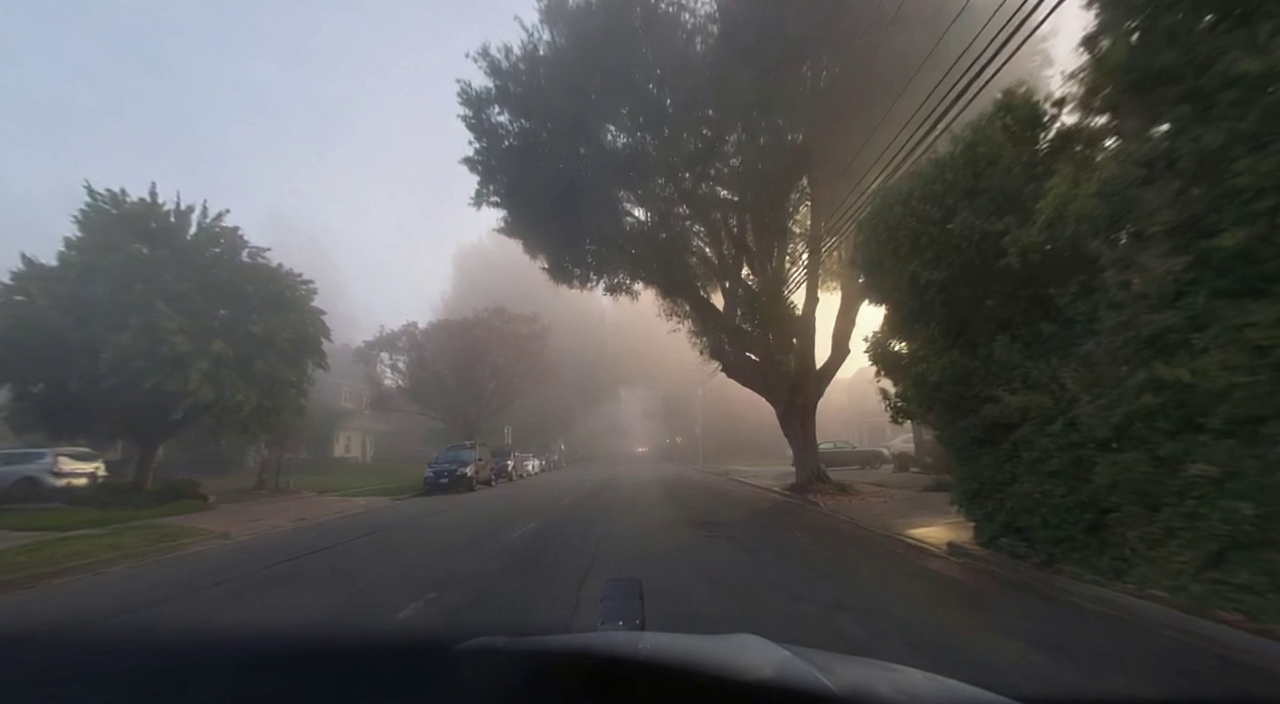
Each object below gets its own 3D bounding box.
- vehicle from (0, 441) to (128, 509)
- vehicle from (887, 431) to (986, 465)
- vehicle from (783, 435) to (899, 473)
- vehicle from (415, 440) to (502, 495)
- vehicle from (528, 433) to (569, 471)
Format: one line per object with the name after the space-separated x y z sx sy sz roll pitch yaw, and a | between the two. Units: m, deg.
-17.628 3.597 19.050 1.978 1.744 5.108 4 -9 -24 | vehicle
18.986 6.159 40.562 5.215 1.910 2.031 -1 -11 -3 | vehicle
9.762 4.985 30.973 4.979 1.769 1.943 0 -9 -1 | vehicle
-6.756 4.354 24.022 1.922 1.801 4.516 -2 -9 1 | vehicle
-7.118 7.936 49.934 2.439 2.724 5.647 -1 -10 0 | vehicle
